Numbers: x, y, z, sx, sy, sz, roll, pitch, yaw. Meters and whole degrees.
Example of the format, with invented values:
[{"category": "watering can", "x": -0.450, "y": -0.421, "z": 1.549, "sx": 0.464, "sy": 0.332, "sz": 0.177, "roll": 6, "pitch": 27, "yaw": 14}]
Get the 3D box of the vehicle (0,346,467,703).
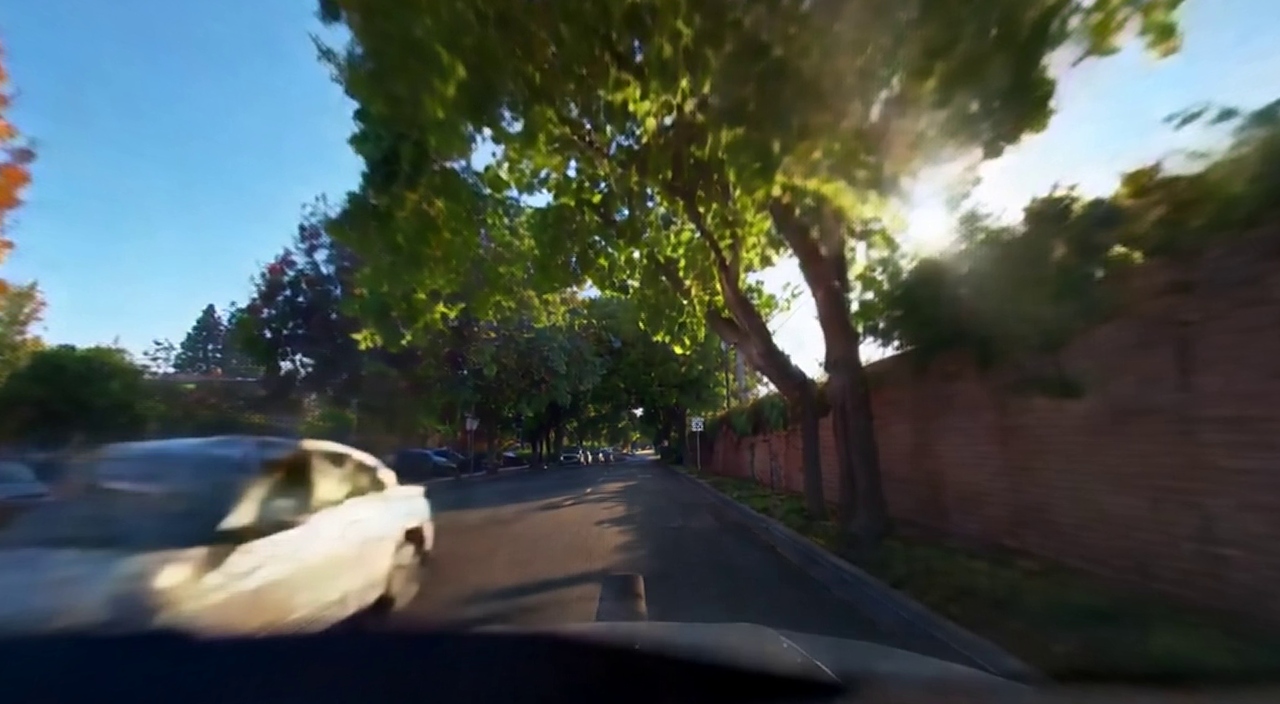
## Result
[{"category": "vehicle", "x": -2.819, "y": 1.151, "z": 4.306, "sx": 2.047, "sy": 1.725, "sz": 4.288, "roll": 0, "pitch": -8, "yaw": 0}]
